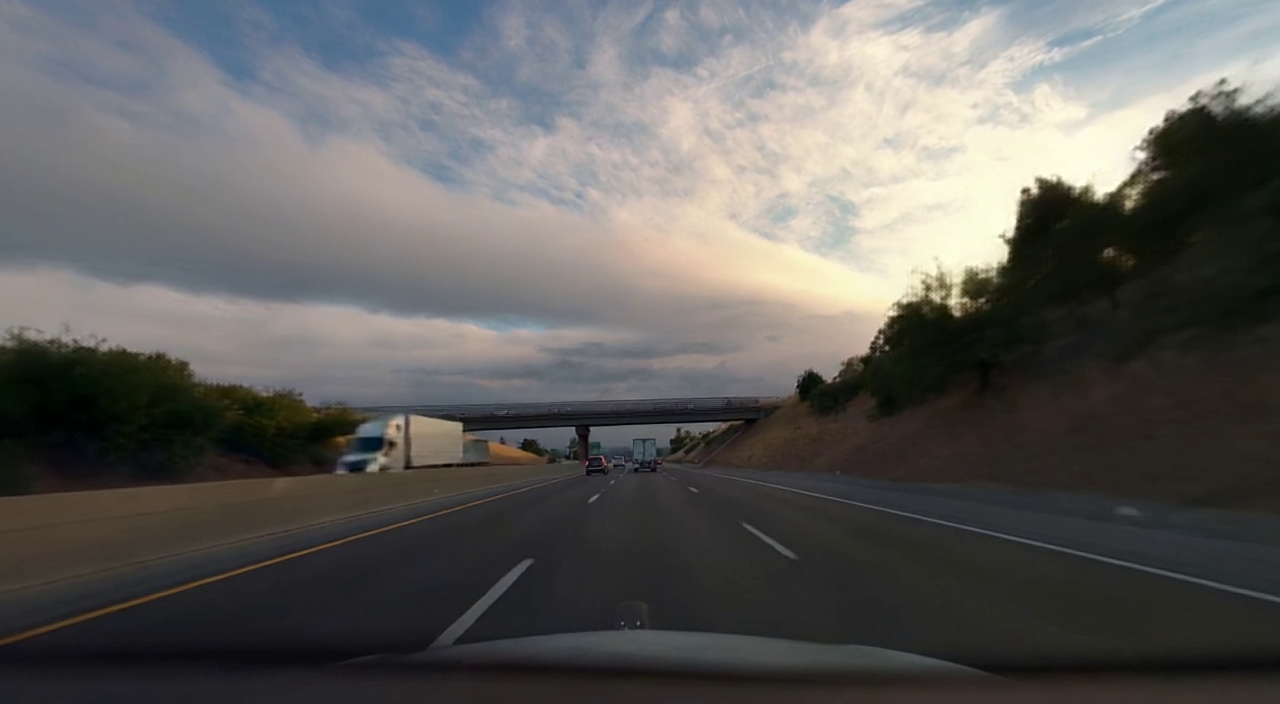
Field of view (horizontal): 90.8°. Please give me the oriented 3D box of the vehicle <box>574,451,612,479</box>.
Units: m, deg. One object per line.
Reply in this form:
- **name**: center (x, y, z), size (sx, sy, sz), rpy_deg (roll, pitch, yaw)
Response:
- **vehicle**: center (-2.906, 7.048, 39.646), size (2.007, 1.647, 3.854), rpy_deg (0, -9, 1)

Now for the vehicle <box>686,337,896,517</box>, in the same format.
- **vehicle**: center (3.961, 2.920, 22.500), size (3.131, 4.037, 16.729), rpy_deg (0, -9, -1)

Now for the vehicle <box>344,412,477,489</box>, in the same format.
- **vehicle**: center (-14.662, 6.648, 42.794), size (2.885, 4.151, 16.611), rpy_deg (0, -9, 0)
